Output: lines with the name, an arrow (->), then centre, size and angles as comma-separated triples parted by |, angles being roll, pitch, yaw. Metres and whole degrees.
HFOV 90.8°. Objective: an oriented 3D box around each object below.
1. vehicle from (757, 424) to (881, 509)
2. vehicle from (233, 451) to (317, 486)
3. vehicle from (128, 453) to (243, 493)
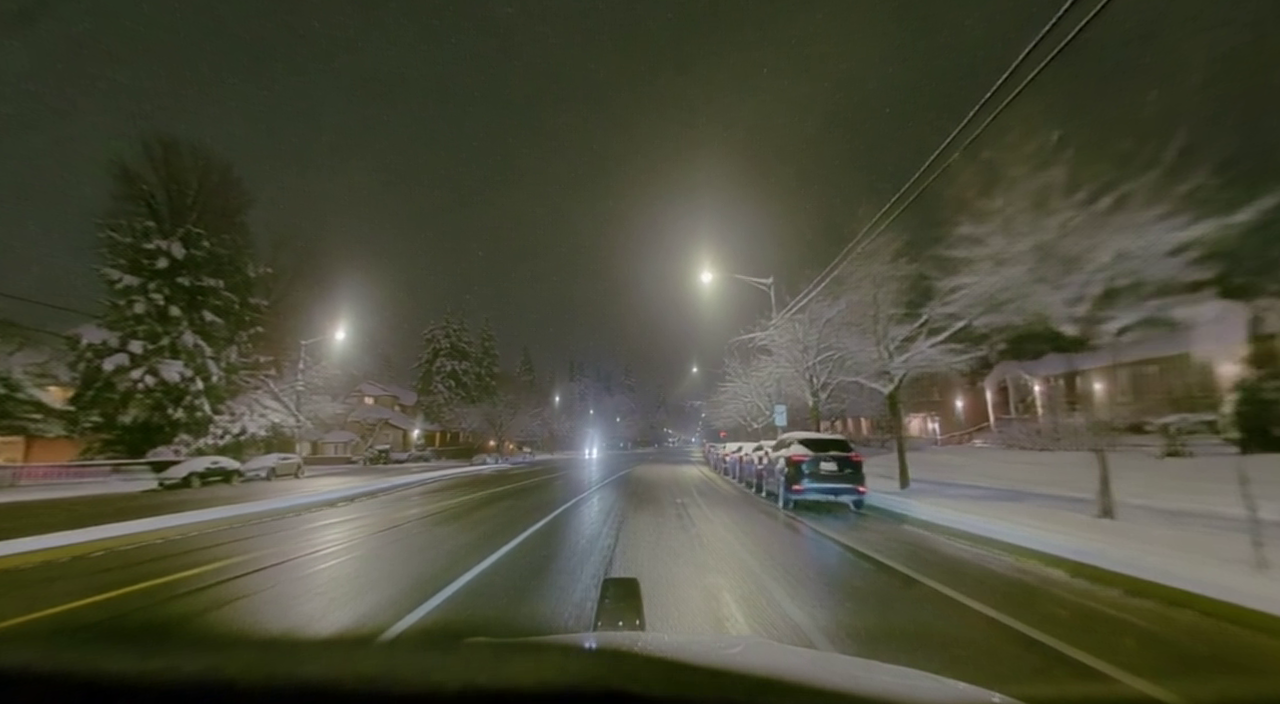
vehicle -> 4.099, 2.700, 15.283 | 2.013, 1.710, 4.403 | -1, -9, 4
vehicle -> -22.572, 7.201, 39.317 | 2.171, 1.745, 4.867 | -2, -7, 3
vehicle -> -23.273, 6.198, 32.636 | 2.120, 1.824, 4.908 | -1, -9, 3
